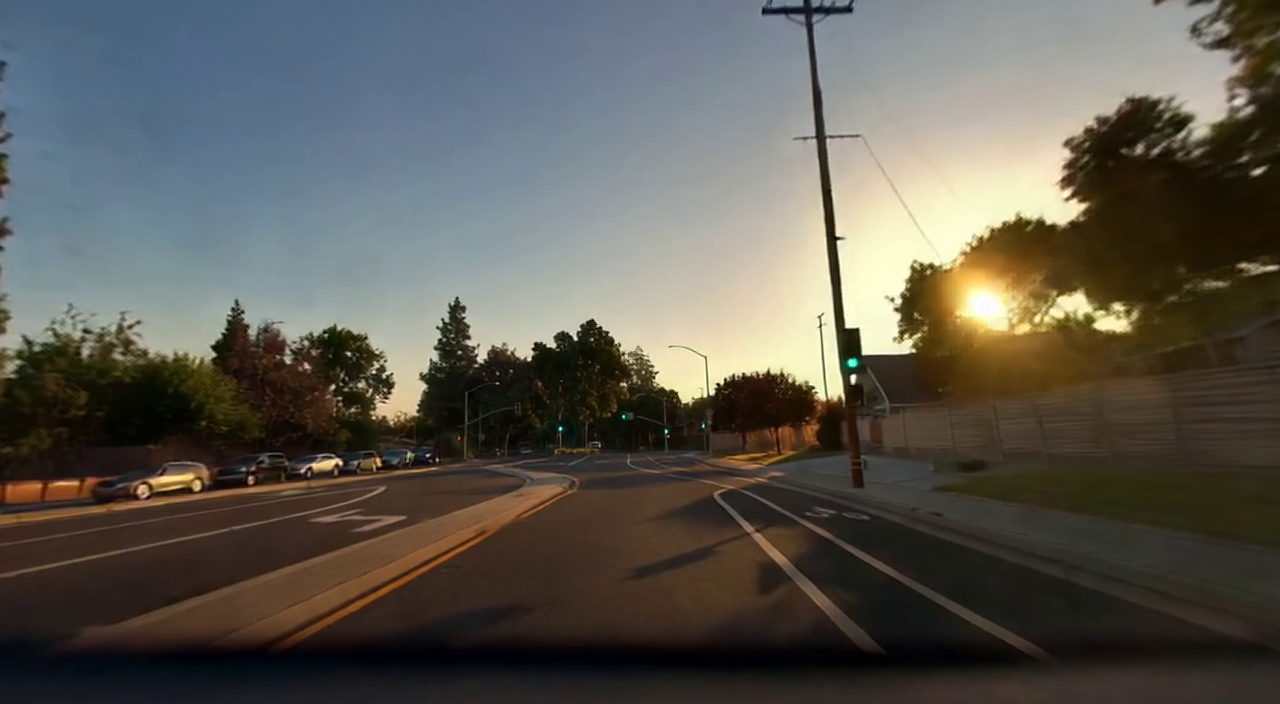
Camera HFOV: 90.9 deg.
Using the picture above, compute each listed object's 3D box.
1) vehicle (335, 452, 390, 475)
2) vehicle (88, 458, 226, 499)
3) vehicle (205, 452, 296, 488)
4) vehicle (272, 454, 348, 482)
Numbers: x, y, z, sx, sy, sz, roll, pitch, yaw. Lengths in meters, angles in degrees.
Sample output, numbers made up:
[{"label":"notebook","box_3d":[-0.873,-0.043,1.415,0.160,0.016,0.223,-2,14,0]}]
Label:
[{"label":"vehicle","box_3d":[-21.198,8.530,48.406,1.883,1.506,4.863,1,-8,2]},{"label":"vehicle","box_3d":[-21.560,5.645,28.491,1.919,1.497,5.140,-1,-8,4]},{"label":"vehicle","box_3d":[-21.557,6.496,35.160,1.974,1.704,4.628,1,-8,2]},{"label":"vehicle","box_3d":[-21.359,7.505,41.094,1.954,1.575,5.225,0,-8,2]}]
